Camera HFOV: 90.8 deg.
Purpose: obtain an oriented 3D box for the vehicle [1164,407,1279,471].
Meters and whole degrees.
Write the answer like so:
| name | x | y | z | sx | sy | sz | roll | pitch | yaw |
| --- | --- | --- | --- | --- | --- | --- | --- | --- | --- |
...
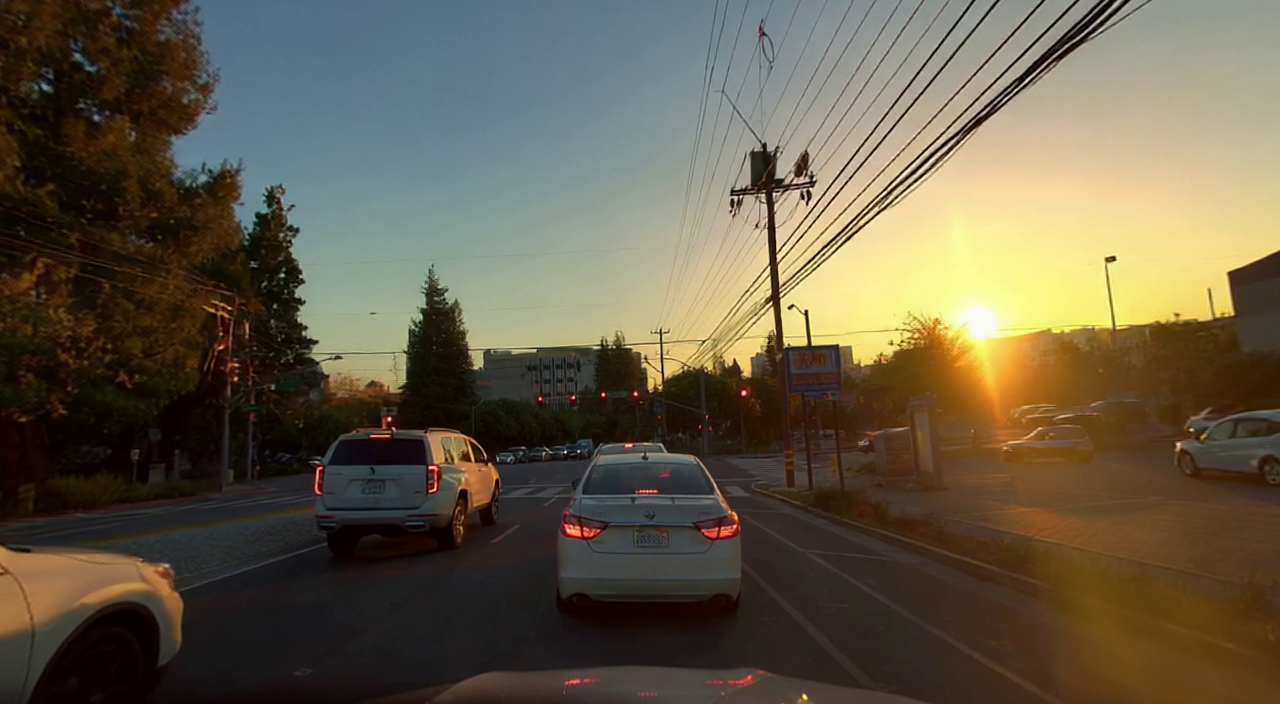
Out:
| name | x | y | z | sx | sy | sz | roll | pitch | yaw |
| --- | --- | --- | --- | --- | --- | --- | --- | --- | --- |
| vehicle | 17.007 | 2.538 | 18.262 | 1.858 | 1.622 | 4.491 | -5 | -10 | 28 |

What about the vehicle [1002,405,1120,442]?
| name | x | y | z | sx | sy | sz | roll | pitch | yaw |
| --- | --- | --- | --- | --- | --- | --- | --- | --- | --- |
| vehicle | 26.860 | 4.637 | 40.497 | 5.782 | 2.286 | 2.223 | -1 | -9 | 4 |

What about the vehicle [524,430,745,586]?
| name | x | y | z | sx | sy | sz | roll | pitch | yaw |
| --- | --- | --- | --- | --- | --- | --- | --- | --- | --- |
| vehicle | -0.106 | 1.802 | 8.147 | 2.121 | 1.474 | 3.968 | 0 | -8 | -2 |

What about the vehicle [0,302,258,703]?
| name | x | y | z | sx | sy | sz | roll | pitch | yaw |
| --- | --- | --- | --- | --- | --- | --- | --- | --- | --- |
| vehicle | -3.602 | 0.637 | 1.533 | 2.085 | 1.943 | 5.053 | 0 | -8 | 1 |

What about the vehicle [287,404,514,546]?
| name | x | y | z | sx | sy | sz | roll | pitch | yaw |
| --- | --- | --- | --- | --- | --- | --- | --- | --- | --- |
| vehicle | -3.850 | 2.088 | 11.374 | 2.147 | 1.963 | 4.927 | 0 | -8 | 0 |
